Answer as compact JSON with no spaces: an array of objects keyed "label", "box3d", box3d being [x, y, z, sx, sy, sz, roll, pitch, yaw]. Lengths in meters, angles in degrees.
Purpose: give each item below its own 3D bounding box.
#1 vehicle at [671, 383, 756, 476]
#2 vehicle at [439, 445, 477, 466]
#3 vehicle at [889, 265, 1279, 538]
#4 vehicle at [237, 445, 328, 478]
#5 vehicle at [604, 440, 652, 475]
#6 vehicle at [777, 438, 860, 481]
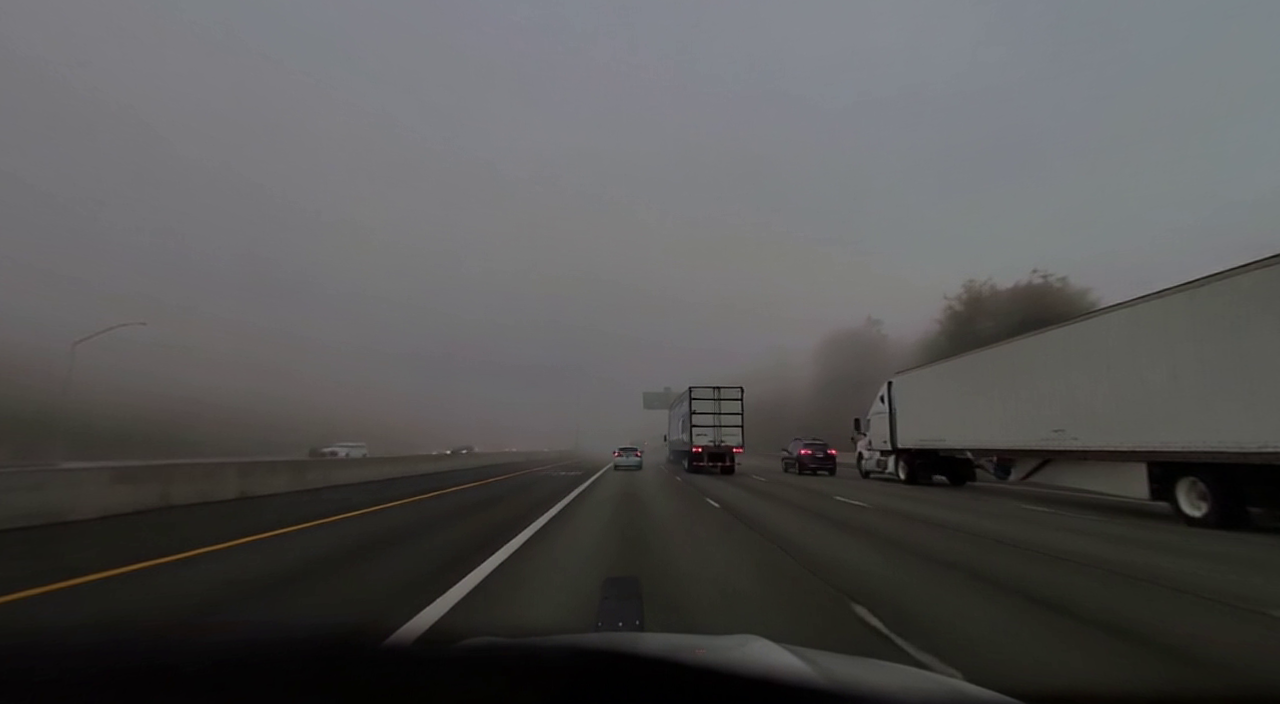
[{"label":"vehicle","box3d":[3.505,4.211,33.425,2.999,4.127,10.526,0,-9,-1]},{"label":"vehicle","box3d":[-12.936,7.352,44.989,1.595,1.414,3.486,0,-9,1]},{"label":"vehicle","box3d":[11.308,1.712,15.995,2.898,4.171,17.188,0,-9,0]},{"label":"vehicle","box3d":[-16.969,5.202,30.257,1.806,1.426,4.349,0,-9,0]},{"label":"vehicle","box3d":[-0.565,5.086,30.628,2.163,1.551,4.180,0,-9,-1]},{"label":"vehicle","box3d":[7.394,4.515,26.704,2.154,1.658,4.347,0,-9,-1]}]
